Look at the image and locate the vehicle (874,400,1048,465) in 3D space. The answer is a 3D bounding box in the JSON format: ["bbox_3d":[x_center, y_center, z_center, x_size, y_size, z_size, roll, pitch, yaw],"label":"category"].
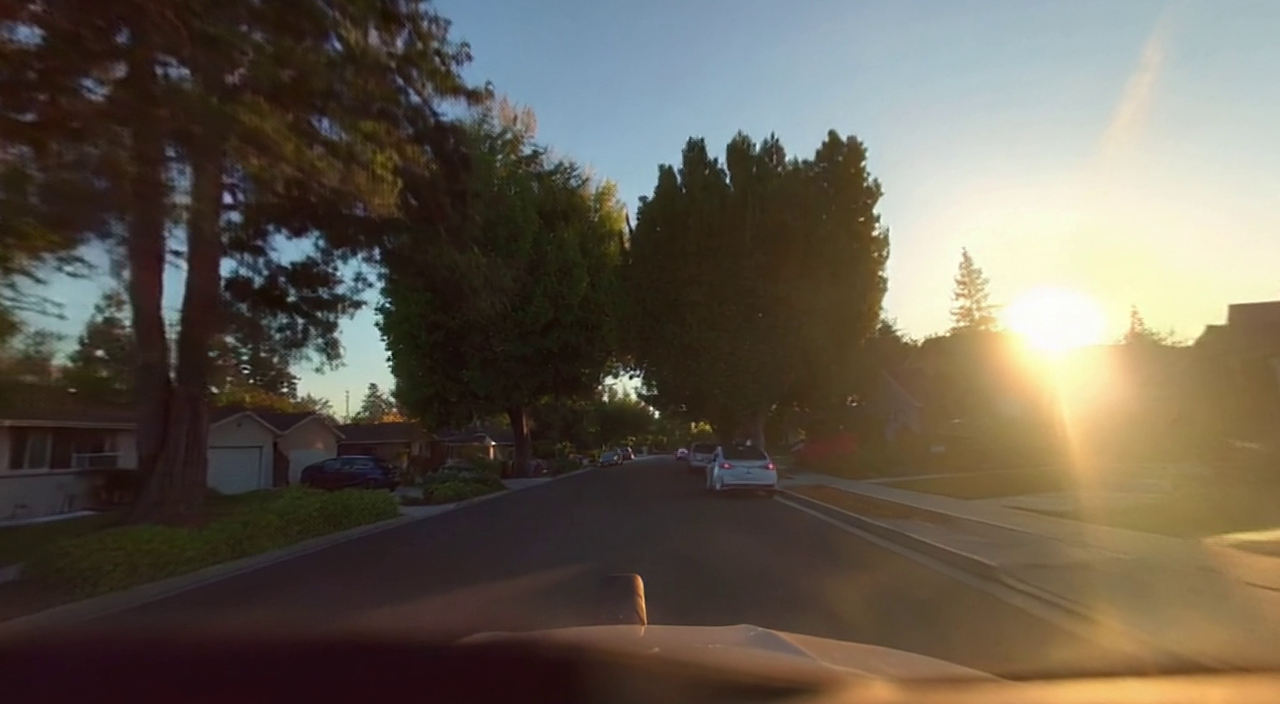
[{"bbox_3d":[11.057,2.850,22.133,4.861,1.911,2.181,1,-12,4],"label":"vehicle"}]

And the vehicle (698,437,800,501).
[{"bbox_3d":[2.790,3.120,17.330,2.009,1.506,4.698,0,-8,0],"label":"vehicle"}]

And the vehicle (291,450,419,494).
[{"bbox_3d":[-12.230,5.149,27.322,4.511,1.809,2.018,-1,-8,3],"label":"vehicle"}]
